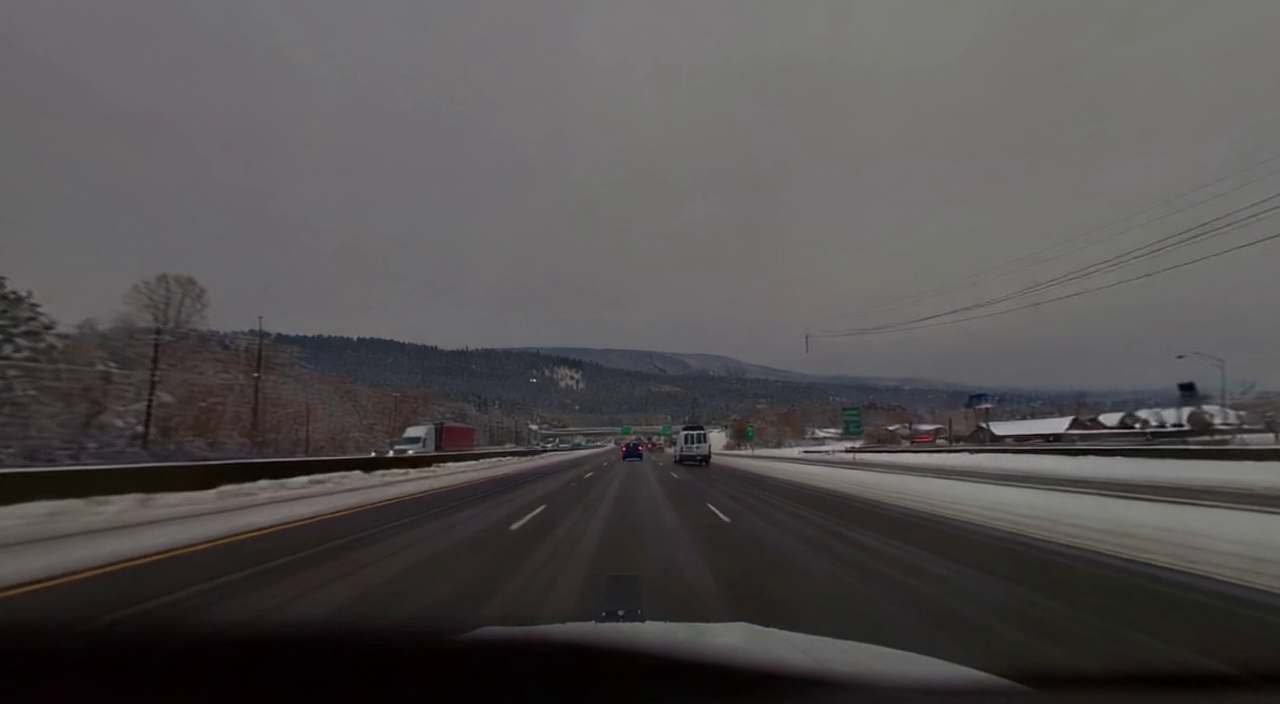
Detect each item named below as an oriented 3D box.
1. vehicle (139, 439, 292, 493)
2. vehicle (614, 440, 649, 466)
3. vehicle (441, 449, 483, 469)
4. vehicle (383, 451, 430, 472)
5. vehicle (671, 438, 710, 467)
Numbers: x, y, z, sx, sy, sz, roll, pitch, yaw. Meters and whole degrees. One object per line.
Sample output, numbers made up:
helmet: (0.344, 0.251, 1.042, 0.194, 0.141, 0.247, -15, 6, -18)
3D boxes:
vehicle: (-13.724, 3.700, 20.831, 1.968, 1.563, 4.376, 0, -9, 0)
vehicle: (-0.610, 7.140, 44.725, 2.325, 1.712, 4.592, 0, -9, -1)
vehicle: (-13.935, 8.379, 49.609, 1.878, 1.462, 4.573, 0, -9, 1)
vehicle: (-17.680, 8.286, 48.027, 1.825, 1.456, 4.451, 0, -9, 0)
vehicle: (3.226, 6.568, 41.340, 2.036, 1.796, 4.470, 0, -9, -2)
